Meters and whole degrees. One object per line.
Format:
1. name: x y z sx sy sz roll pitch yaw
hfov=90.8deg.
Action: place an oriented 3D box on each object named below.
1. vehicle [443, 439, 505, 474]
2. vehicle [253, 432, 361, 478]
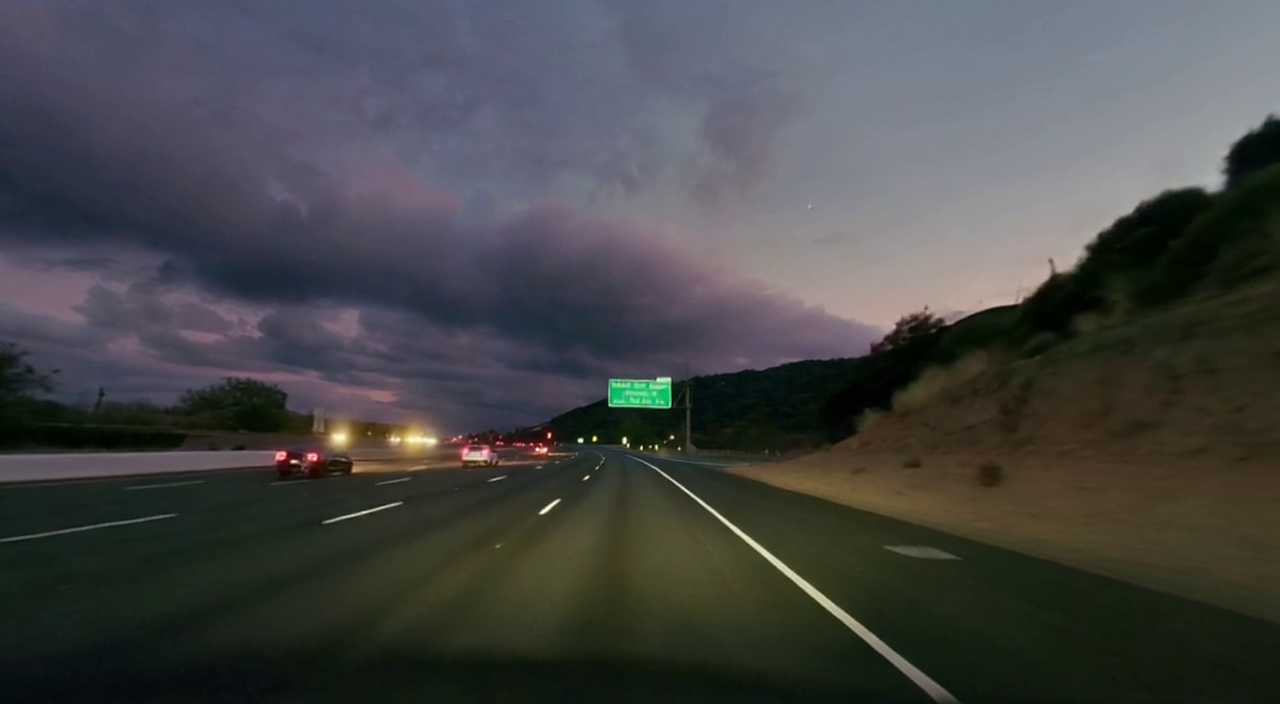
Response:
1. vehicle: -8.613 5.467 33.187 2.104 1.715 4.319 0 -9 -1
2. vehicle: -15.715 4.887 30.251 2.240 1.953 5.452 0 -9 -1
